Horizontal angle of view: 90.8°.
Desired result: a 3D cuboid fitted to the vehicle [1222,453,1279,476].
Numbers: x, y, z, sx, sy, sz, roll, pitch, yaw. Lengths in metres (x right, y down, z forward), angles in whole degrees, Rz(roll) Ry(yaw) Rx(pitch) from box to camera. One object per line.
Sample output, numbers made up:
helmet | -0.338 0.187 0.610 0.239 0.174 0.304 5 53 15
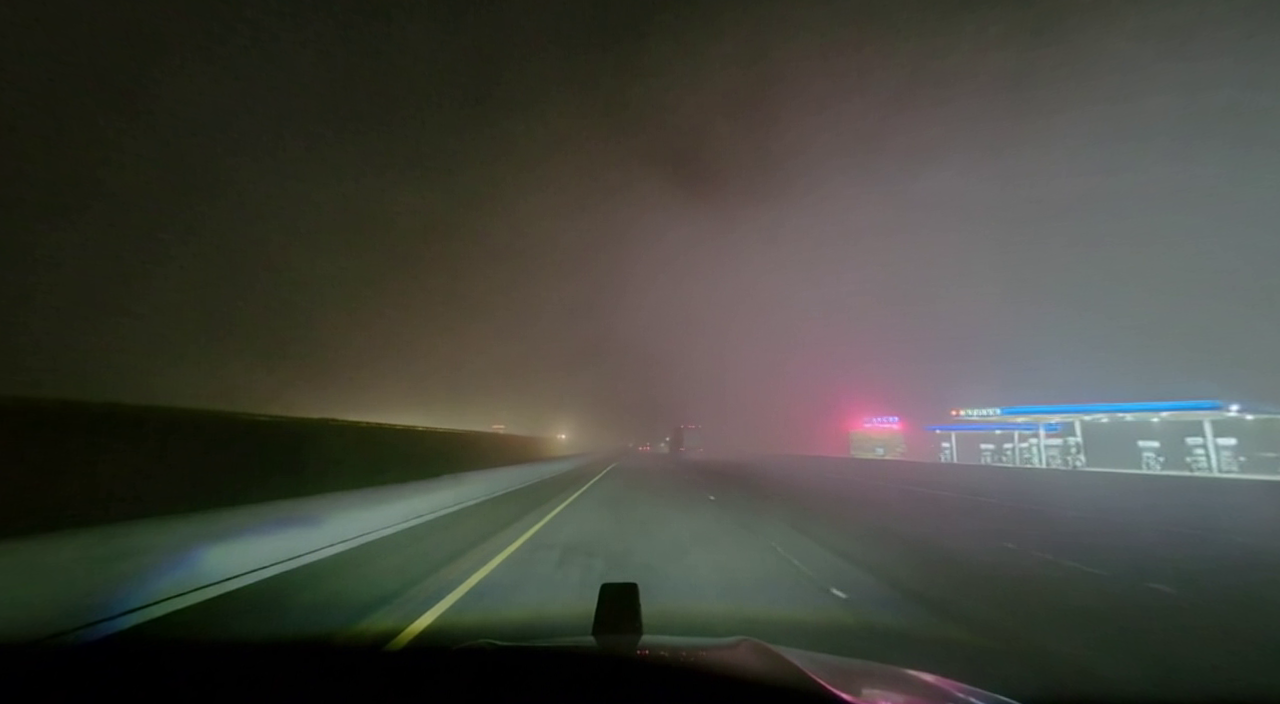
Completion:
vehicle | 43.494 7.740 43.679 1.820 1.466 4.874 0 -8 1
